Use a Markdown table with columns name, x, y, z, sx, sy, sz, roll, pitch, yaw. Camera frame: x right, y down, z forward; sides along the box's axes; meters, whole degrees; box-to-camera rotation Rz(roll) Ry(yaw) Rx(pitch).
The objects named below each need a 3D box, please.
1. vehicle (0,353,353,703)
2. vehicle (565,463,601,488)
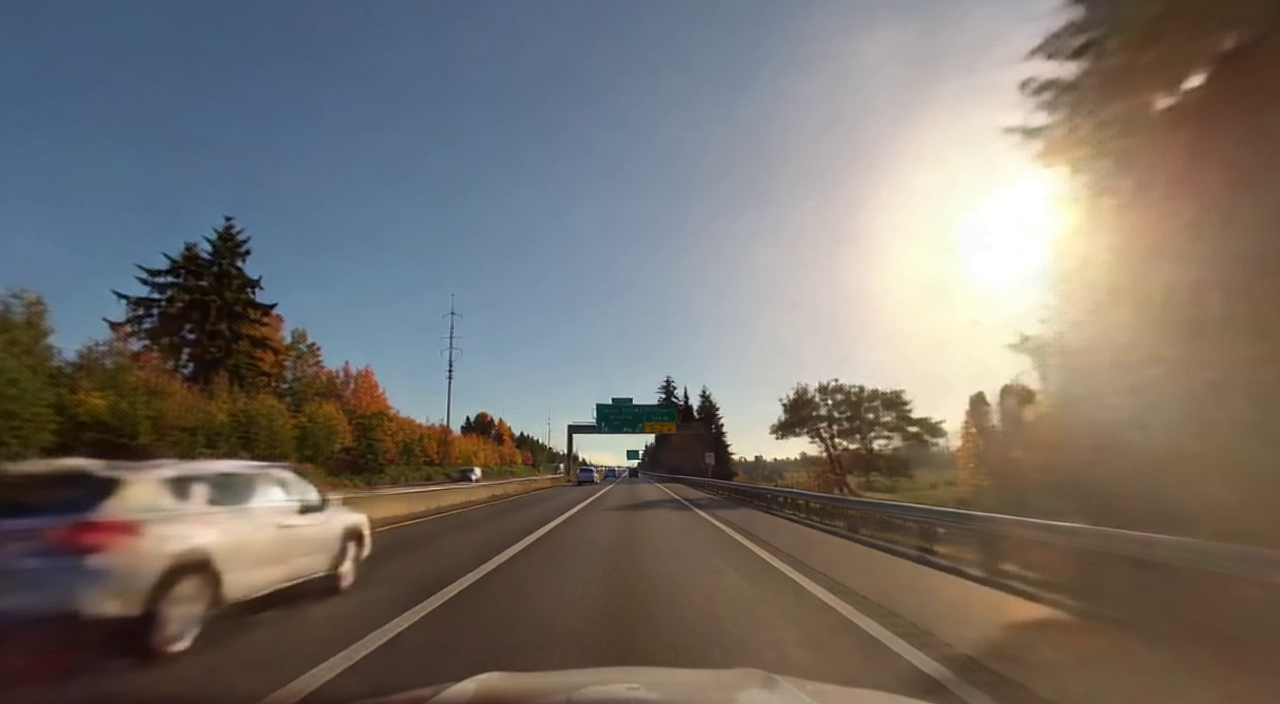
| name | x | y | z | sx | sy | sz | roll | pitch | yaw |
| --- | --- | --- | --- | --- | --- | --- | --- | --- | --- |
| vehicle | -4.010 | 0.985 | 3.273 | 2.254 | 1.809 | 5.839 | 1 | -10 | 0 |
| vehicle | -4.241 | 9.332 | 47.742 | 2.239 | 1.687 | 4.598 | 1 | -10 | 0 |
